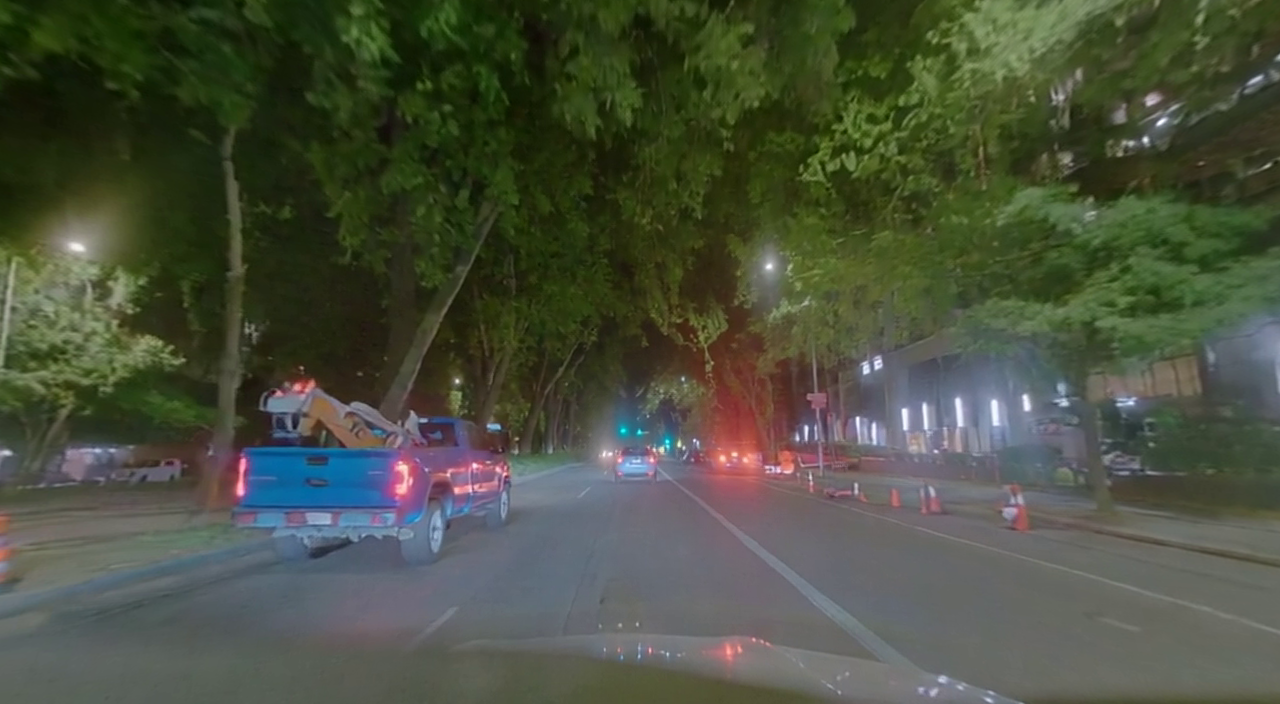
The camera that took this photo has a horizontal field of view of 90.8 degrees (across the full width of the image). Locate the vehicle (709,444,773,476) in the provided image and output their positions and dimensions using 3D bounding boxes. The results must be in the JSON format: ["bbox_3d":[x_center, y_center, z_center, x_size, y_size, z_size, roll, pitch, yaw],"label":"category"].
[{"bbox_3d":[5.330,5.771,33.938,2.082,1.601,4.451,1,-9,-9],"label":"vehicle"}]

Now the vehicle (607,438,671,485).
[{"bbox_3d":[-0.085,4.480,26.048,2.413,1.748,4.406,0,-9,-1],"label":"vehicle"}]

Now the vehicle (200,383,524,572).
[{"bbox_3d":[-3.558,1.809,9.804,2.424,2.063,5.678,0,-9,0],"label":"vehicle"}]
